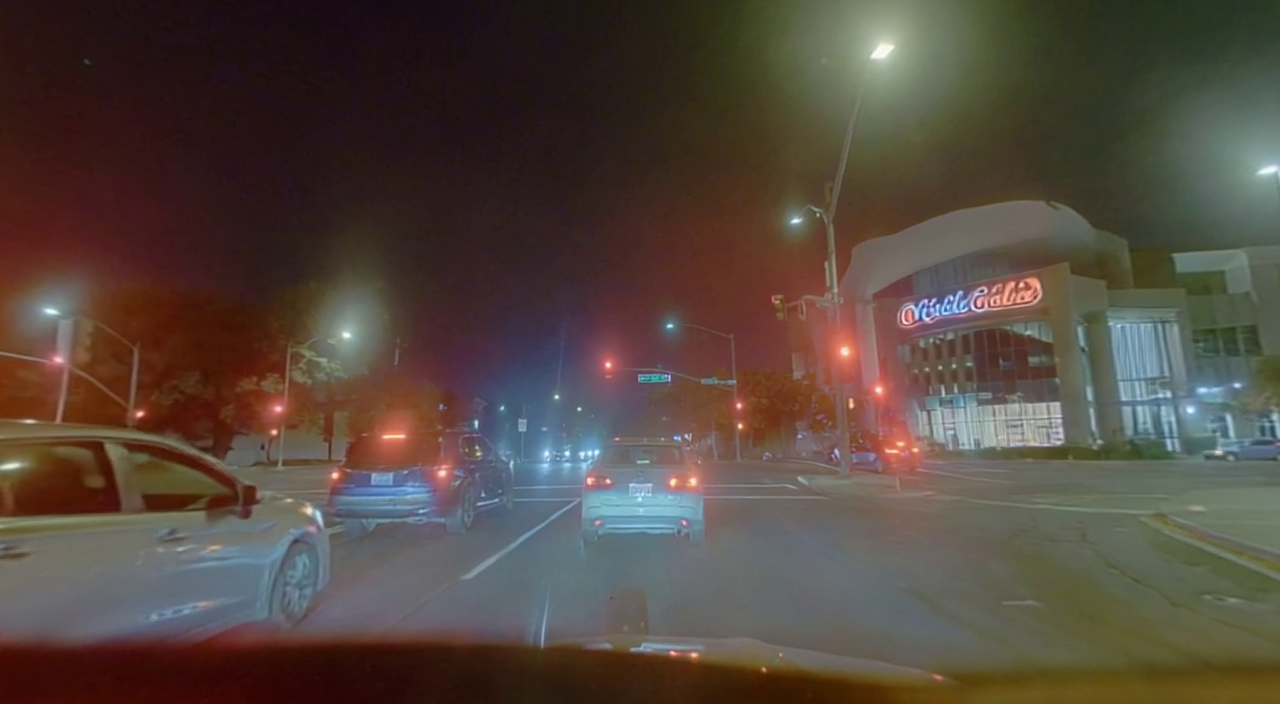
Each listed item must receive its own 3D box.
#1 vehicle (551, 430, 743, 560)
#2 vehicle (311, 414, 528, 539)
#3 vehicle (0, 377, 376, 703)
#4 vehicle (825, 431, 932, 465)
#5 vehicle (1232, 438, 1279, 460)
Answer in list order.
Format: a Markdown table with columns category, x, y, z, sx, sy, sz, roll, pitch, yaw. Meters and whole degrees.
| category | x | y | z | sx | sy | sz | roll | pitch | yaw |
| --- | --- | --- | --- | --- | --- | --- | --- | --- | --- |
| vehicle | 0.166 | 1.972 | 9.461 | 2.258 | 1.507 | 3.896 | -1 | -8 | 3 |
| vehicle | -3.440 | 2.042 | 10.891 | 2.009 | 1.704 | 4.230 | -1 | -8 | 3 |
| vehicle | -3.328 | 0.994 | 3.197 | 2.029 | 1.517 | 4.375 | 0 | -8 | 1 |
| vehicle | 12.959 | 5.248 | 34.525 | 5.032 | 1.762 | 1.982 | 0 | -8 | 0 |
| vehicle | 43.608 | 6.633 | 42.965 | 4.582 | 1.442 | 1.860 | 0 | -8 | -2 |
